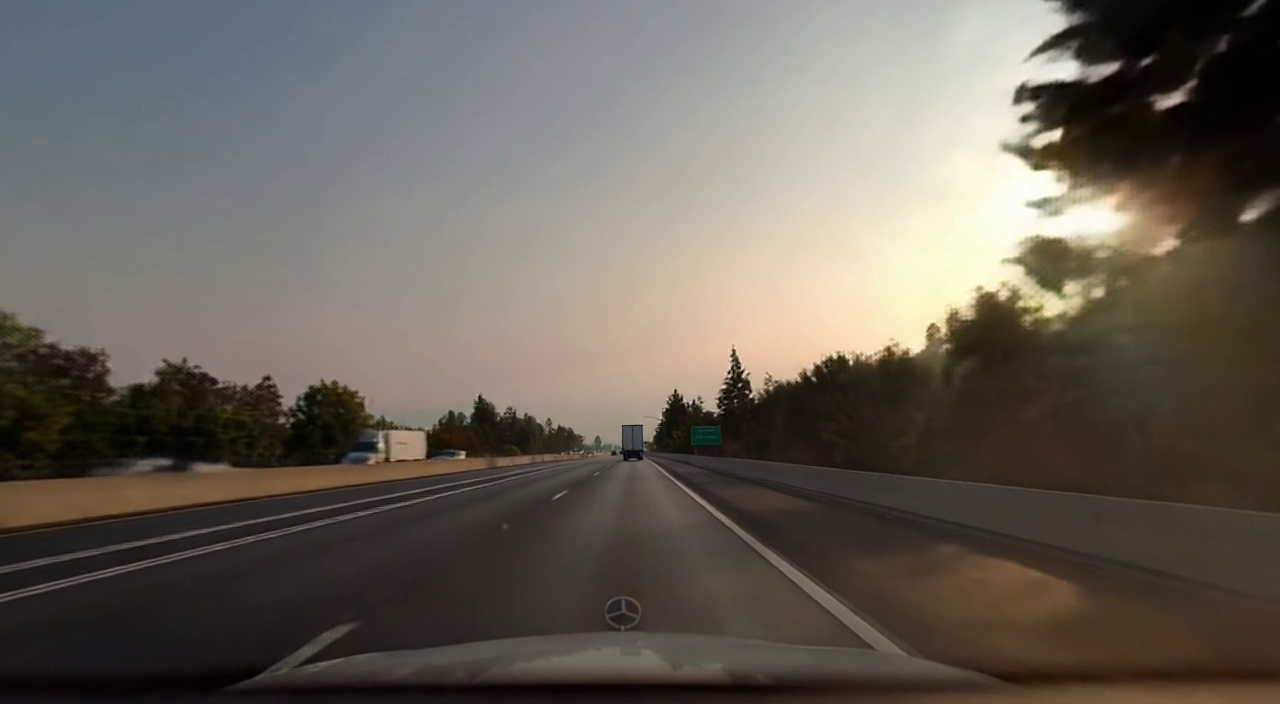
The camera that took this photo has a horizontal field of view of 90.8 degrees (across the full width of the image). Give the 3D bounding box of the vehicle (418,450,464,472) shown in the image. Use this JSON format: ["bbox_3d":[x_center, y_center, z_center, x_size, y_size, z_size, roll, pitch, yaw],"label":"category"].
[{"bbox_3d":[-13.717,7.539,43.755,1.893,1.486,4.135,0,-9,0],"label":"vehicle"}]

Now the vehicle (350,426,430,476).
[{"bbox_3d":[-17.830,7.157,45.632,2.698,3.285,7.761,0,-9,-1],"label":"vehicle"}]

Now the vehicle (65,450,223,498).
[{"bbox_3d":[-17.998,4.427,23.296,1.950,1.586,4.785,0,-9,0],"label":"vehicle"}]
